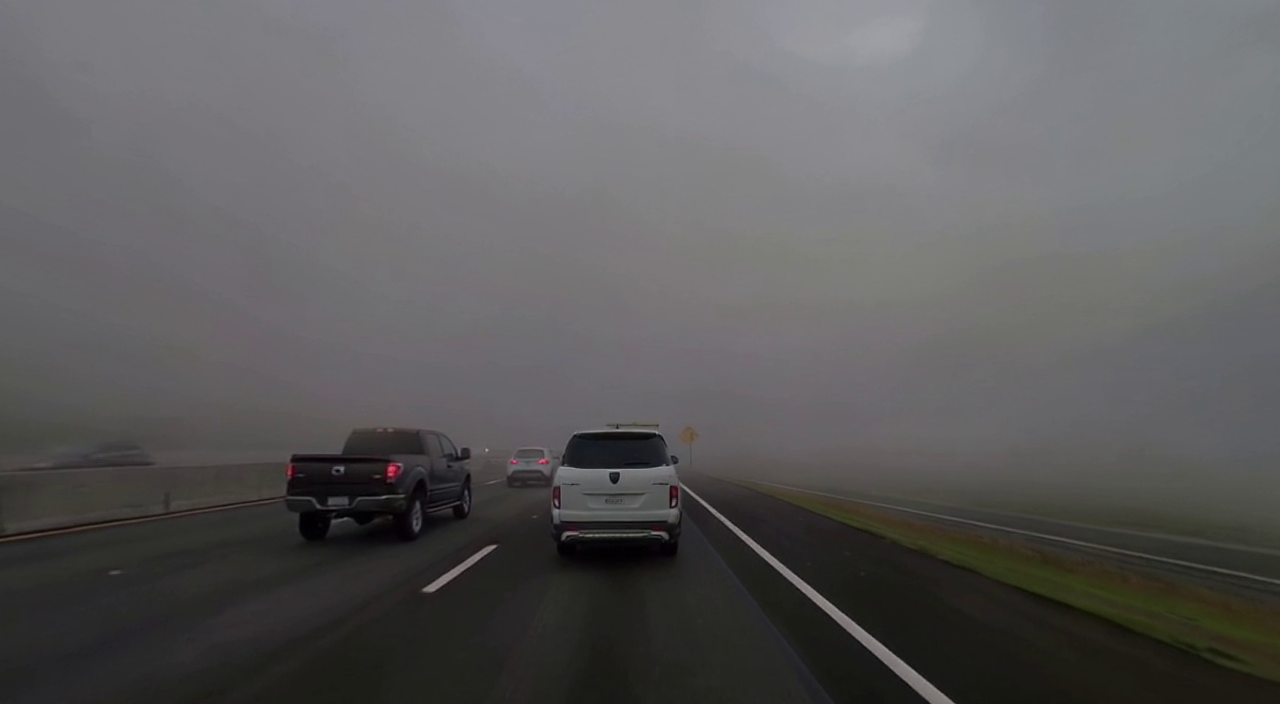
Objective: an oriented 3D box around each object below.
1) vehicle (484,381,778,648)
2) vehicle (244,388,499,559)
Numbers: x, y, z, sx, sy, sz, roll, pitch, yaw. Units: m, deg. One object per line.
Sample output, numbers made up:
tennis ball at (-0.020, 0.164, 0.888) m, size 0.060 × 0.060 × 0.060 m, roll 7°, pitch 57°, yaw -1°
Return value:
vehicle at (-0.090, 1.362, 6.080) m, size 1.995 × 1.798 × 3.380 m, roll 0°, pitch -9°, yaw -1°
vehicle at (-3.947, 1.903, 10.468) m, size 2.055 × 2.144 × 4.782 m, roll -1°, pitch -9°, yaw 0°
